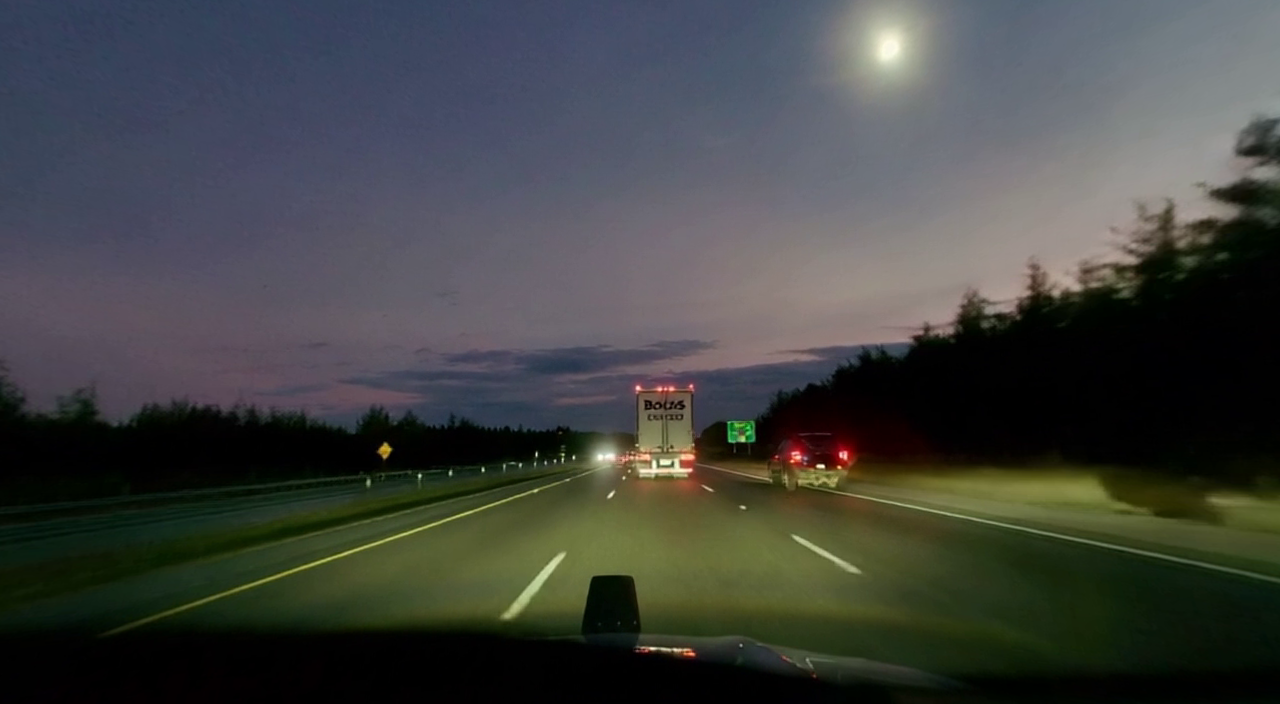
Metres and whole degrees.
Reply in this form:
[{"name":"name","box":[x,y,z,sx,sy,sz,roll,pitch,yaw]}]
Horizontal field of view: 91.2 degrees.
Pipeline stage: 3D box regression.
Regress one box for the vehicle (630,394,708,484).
[{"name":"vehicle","box":[1.482,5.327,37.402,3.537,4.071,17.399,0,-9,1]}]
